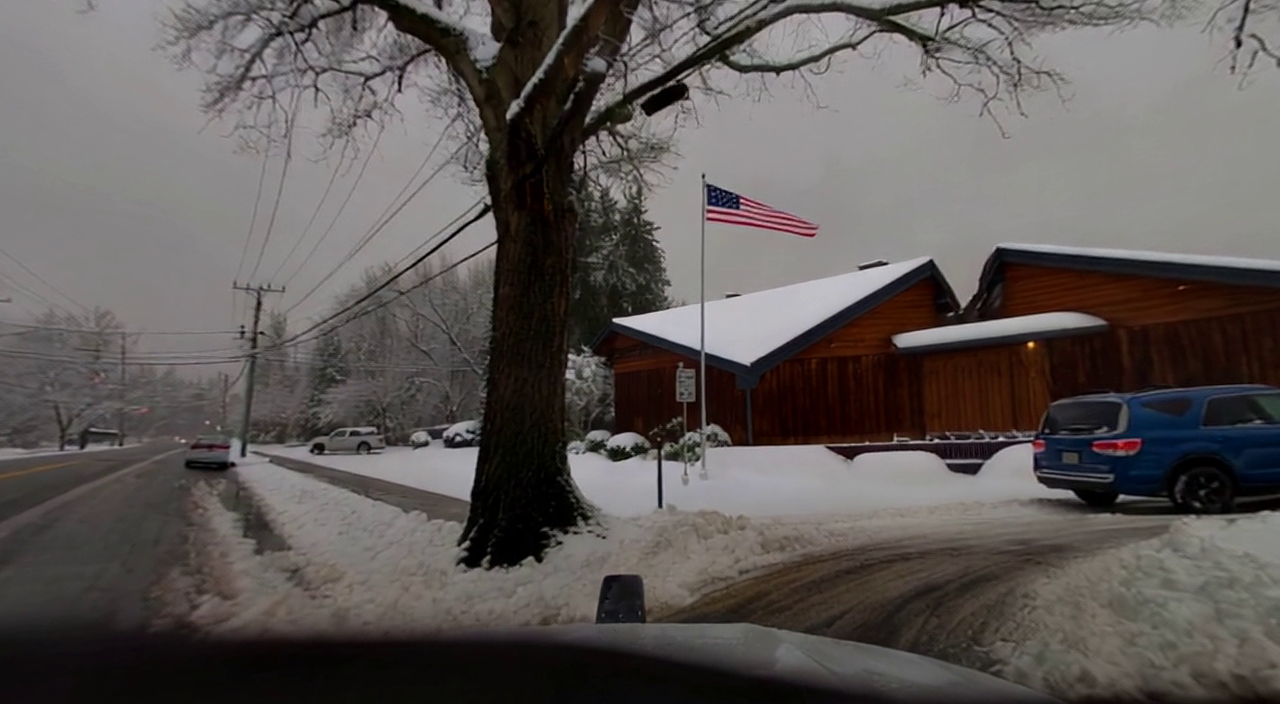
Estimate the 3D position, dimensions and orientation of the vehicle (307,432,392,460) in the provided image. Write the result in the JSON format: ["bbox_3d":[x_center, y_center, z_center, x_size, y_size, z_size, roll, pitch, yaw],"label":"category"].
[{"bbox_3d":[-19.176,6.178,41.732,4.767,1.735,1.920,5,-11,-34],"label":"vehicle"}]

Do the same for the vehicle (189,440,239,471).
[{"bbox_3d":[-22.267,5.404,33.070,1.941,1.460,4.206,5,-11,-33],"label":"vehicle"}]
